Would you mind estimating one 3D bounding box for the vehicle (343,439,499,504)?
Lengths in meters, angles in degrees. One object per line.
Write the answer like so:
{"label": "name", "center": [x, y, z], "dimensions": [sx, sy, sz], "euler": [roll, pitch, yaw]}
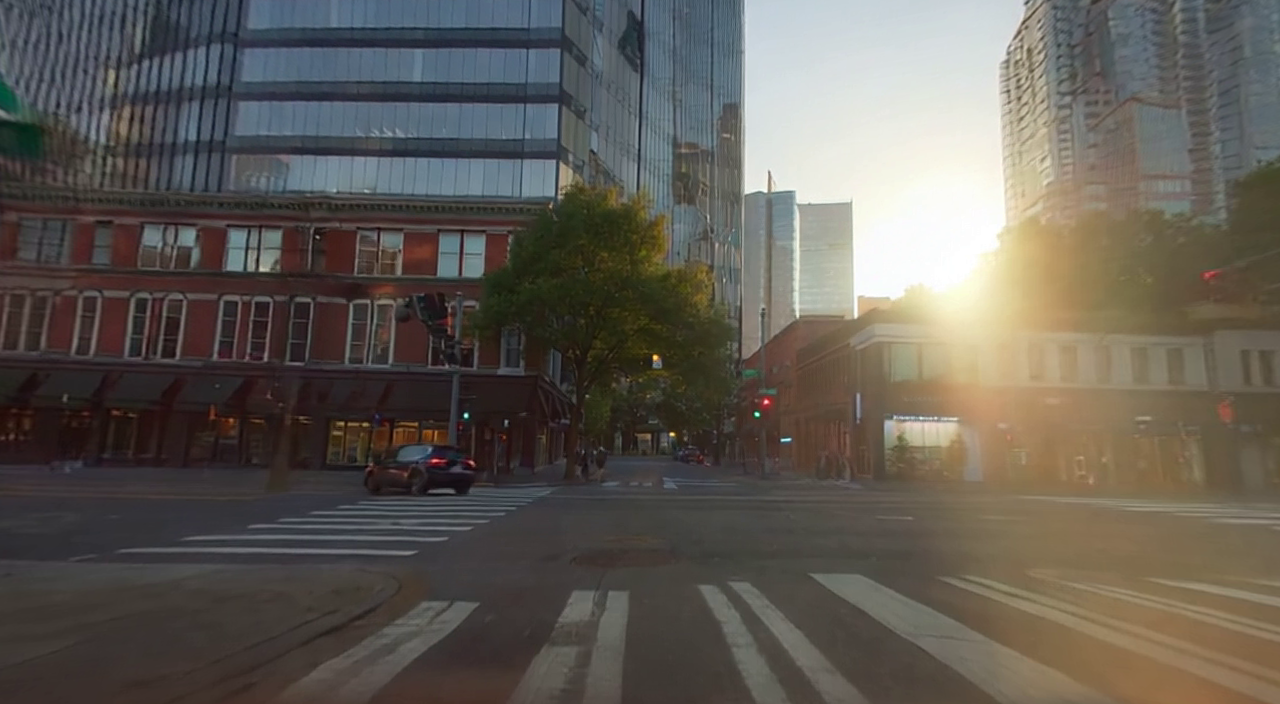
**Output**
{"label": "vehicle", "center": [-5.957, 3.099, 16.935], "dimensions": [4.459, 1.482, 2.106], "euler": [-8, -12, 44]}
